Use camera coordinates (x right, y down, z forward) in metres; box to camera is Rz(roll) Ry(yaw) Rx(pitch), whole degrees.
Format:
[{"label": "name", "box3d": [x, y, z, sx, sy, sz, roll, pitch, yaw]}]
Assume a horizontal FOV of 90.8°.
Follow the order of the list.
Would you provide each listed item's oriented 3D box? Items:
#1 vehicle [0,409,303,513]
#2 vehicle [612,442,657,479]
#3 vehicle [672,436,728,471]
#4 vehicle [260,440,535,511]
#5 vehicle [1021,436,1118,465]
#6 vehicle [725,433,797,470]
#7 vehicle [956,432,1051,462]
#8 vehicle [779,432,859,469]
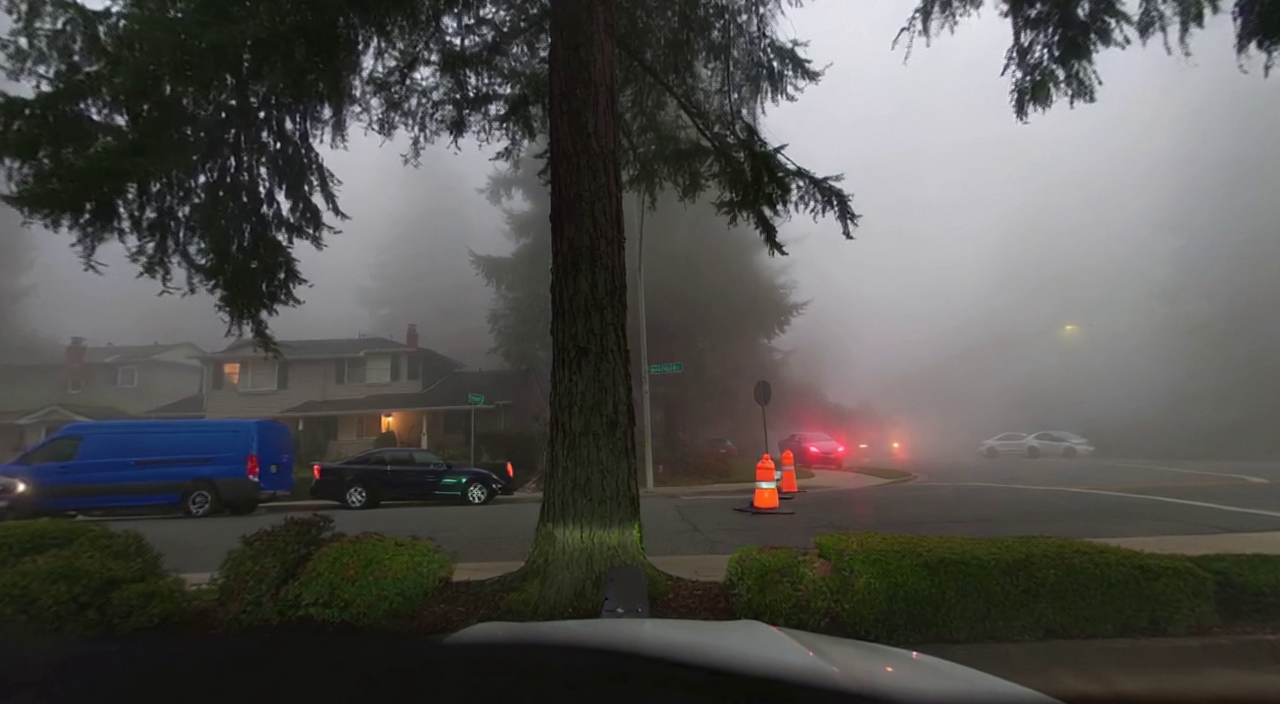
[{"label": "vehicle", "box3d": [-14.067, 3.045, 17.448, 7.824, 2.323, 2.863, -3, -10, -2]}, {"label": "vehicle", "box3d": [-0.305, 4.756, 27.929, 1.648, 1.430, 3.654, 4, -8, -4]}, {"label": "vehicle", "box3d": [2.595, 4.533, 28.356, 1.745, 1.461, 4.074, 1, -8, -6]}, {"label": "vehicle", "box3d": [-6.452, 3.395, 17.857, 6.643, 1.777, 2.925, 1, -8, -5]}, {"label": "vehicle", "box3d": [22.770, 5.221, 33.549, 3.863, 1.453, 1.826, 1, -8, -5]}, {"label": "vehicle", "box3d": [5.346, 4.463, 28.499, 2.007, 1.555, 4.204, 1, -8, -7]}, {"label": "vehicle", "box3d": [23.826, 6.238, 41.549, 4.984, 1.912, 2.132, 1, -8, -6]}, {"label": "vehicle", "box3d": [8.061, 4.496, 28.938, 1.893, 1.529, 4.422, 1, -8, -7]}]
